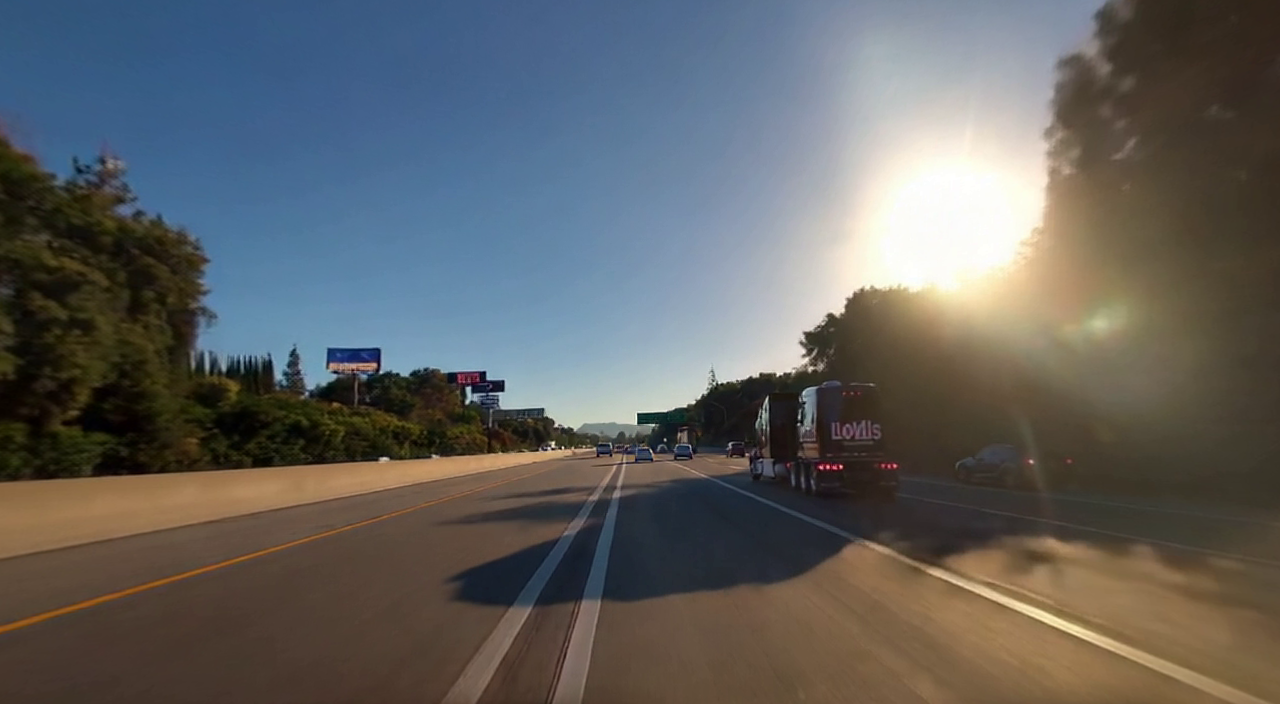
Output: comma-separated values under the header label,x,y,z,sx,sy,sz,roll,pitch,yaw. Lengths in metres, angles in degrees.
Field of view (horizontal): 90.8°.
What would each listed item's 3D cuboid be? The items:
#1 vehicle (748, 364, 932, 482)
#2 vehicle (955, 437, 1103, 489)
label,x,y,z,sx,sy,sz,roll,pitch,yaw
vehicle,8.372,3.691,30.303,2.892,4.128,16.495,0,-9,-2
vehicle,12.373,3.537,20.503,1.862,1.462,4.459,0,-9,-2
